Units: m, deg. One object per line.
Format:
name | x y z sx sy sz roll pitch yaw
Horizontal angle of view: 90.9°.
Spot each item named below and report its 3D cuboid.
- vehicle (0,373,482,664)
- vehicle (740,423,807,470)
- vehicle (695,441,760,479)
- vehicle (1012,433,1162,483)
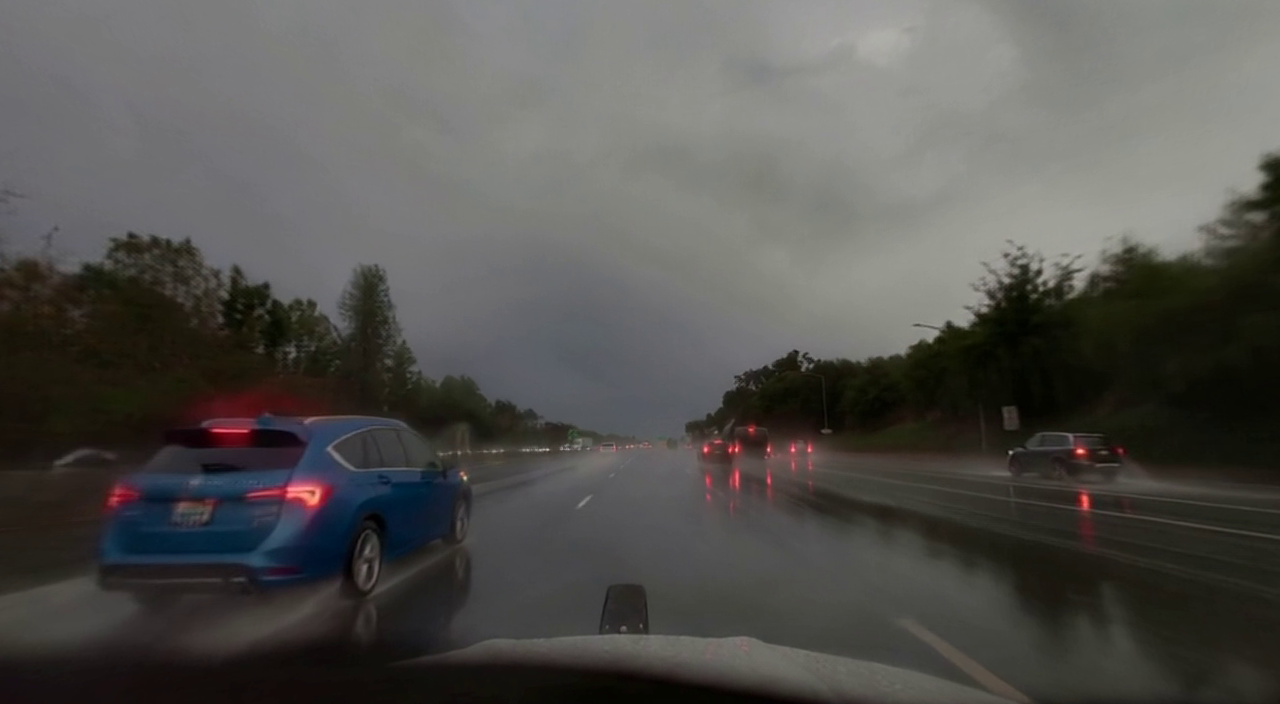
vehicle | -3.469 1.403 6.535 2.218 1.764 5.229 0 -9 1
vehicle | 7.942 5.736 38.126 2.729 2.628 4.875 0 -9 -2
vehicle | 3.701 4.658 27.459 2.080 1.493 4.674 0 -9 -1
vehicle | 19.487 4.657 27.997 2.221 1.995 5.803 0 -9 -2
